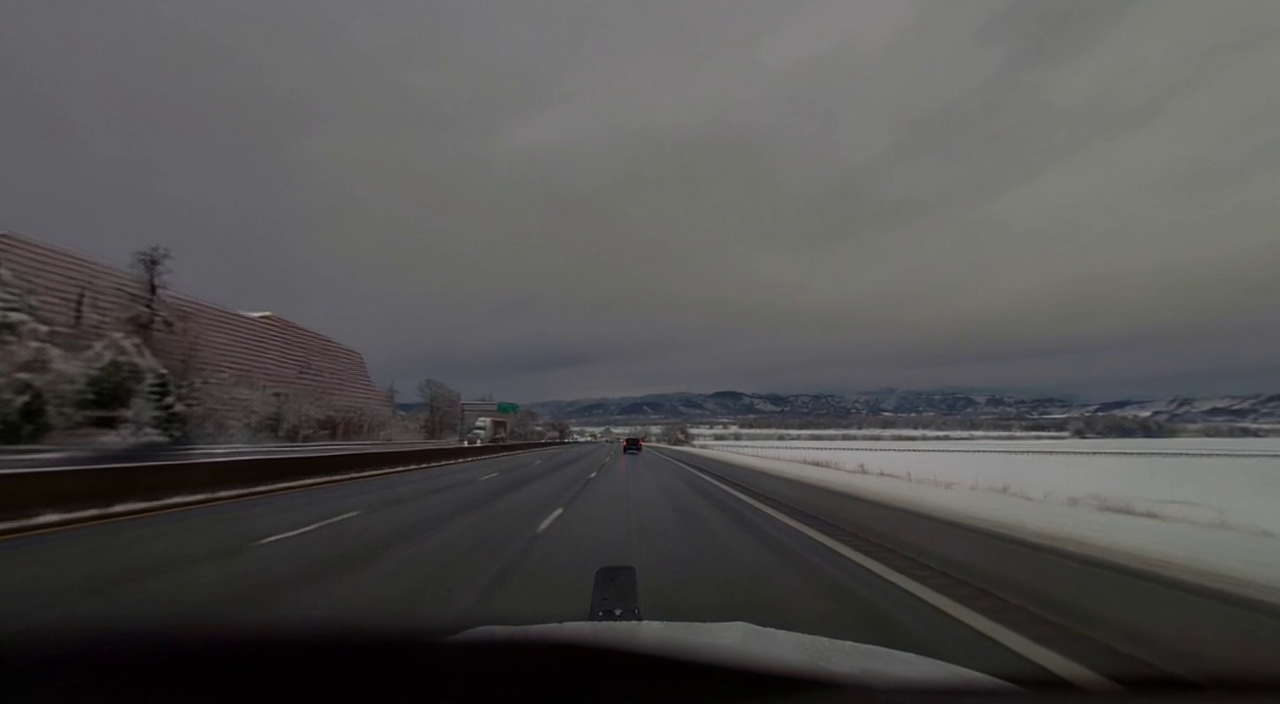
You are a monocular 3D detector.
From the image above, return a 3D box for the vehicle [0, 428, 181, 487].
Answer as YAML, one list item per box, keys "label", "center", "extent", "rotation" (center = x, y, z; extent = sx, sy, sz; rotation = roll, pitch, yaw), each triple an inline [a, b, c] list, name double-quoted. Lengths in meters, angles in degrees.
- label: "vehicle"
  center: [-15.256, 2.881, 17.551]
  extent: [1.749, 1.446, 4.162]
  rotation: [0, -8, 0]
